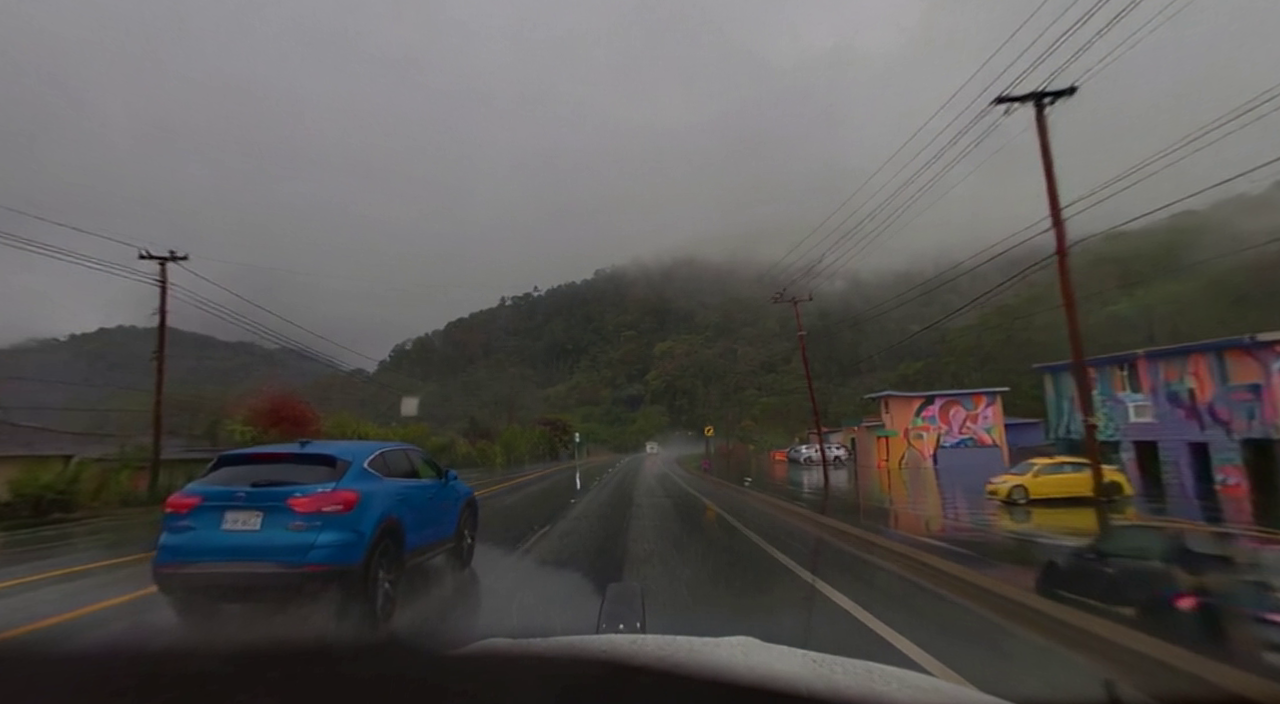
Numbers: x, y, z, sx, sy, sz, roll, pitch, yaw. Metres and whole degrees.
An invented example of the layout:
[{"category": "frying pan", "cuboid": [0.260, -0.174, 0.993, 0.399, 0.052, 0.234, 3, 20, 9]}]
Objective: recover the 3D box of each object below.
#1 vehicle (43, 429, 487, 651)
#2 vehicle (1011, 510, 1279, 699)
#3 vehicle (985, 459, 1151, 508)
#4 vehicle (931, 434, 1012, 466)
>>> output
[{"category": "vehicle", "cuboid": [-3.074, 1.592, 6.458, 1.972, 1.496, 4.150, 0, -8, 0]}, {"category": "vehicle", "cuboid": [7.295, 3.190, 8.735, 1.976, 1.563, 3.852, 0, -8, 0]}, {"category": "vehicle", "cuboid": [16.829, 5.174, 25.069, 4.995, 1.794, 2.020, -1, -8, 4]}, {"category": "vehicle", "cuboid": [24.065, 7.092, 45.820, 5.478, 1.869, 2.206, 1, -11, -27]}]
